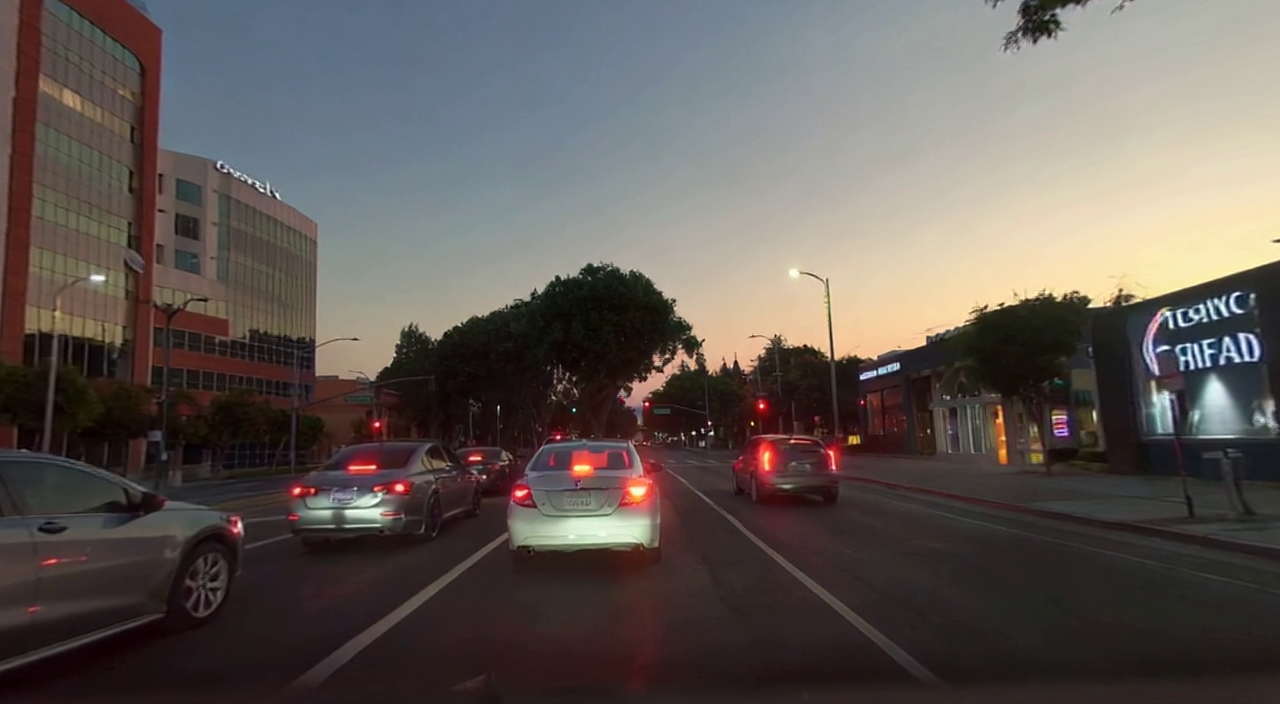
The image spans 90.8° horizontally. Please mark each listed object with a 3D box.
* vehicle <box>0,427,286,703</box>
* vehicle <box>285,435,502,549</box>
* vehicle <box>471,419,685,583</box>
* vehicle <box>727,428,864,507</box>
[{"bbox_3d":[-4.155,1.134,3.285,2.020,1.457,4.496,0,-9,0],"label":"vehicle"},{"bbox_3d":[-3.736,2.174,10.508,1.950,1.487,4.130,0,-9,0],"label":"vehicle"},{"bbox_3d":[-0.625,1.731,8.106,2.042,1.555,3.912,0,-9,-1],"label":"vehicle"},{"bbox_3d":[3.583,2.766,15.527,2.097,1.651,4.300,0,-9,-2],"label":"vehicle"}]
